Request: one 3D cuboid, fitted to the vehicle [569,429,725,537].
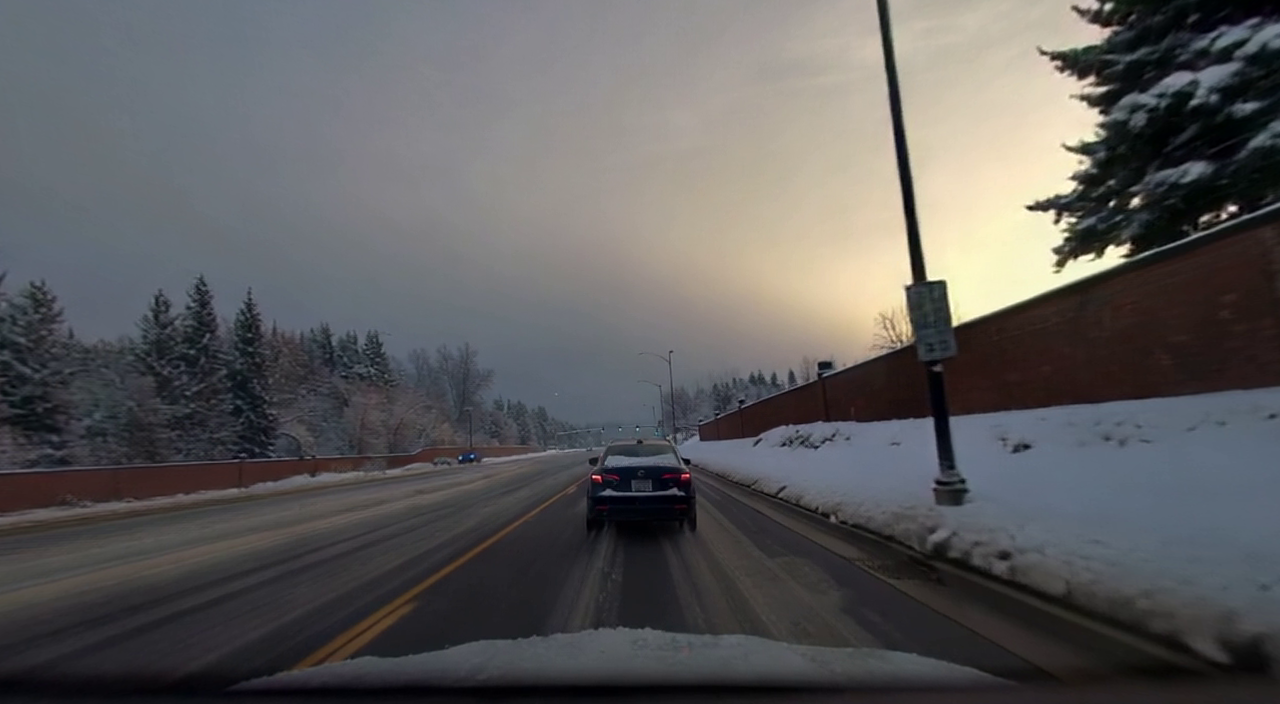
[{"bbox_3d":[0.065,2.179,11.166,2.205,1.509,4.272,0,-8,-1],"label":"vehicle"}]
